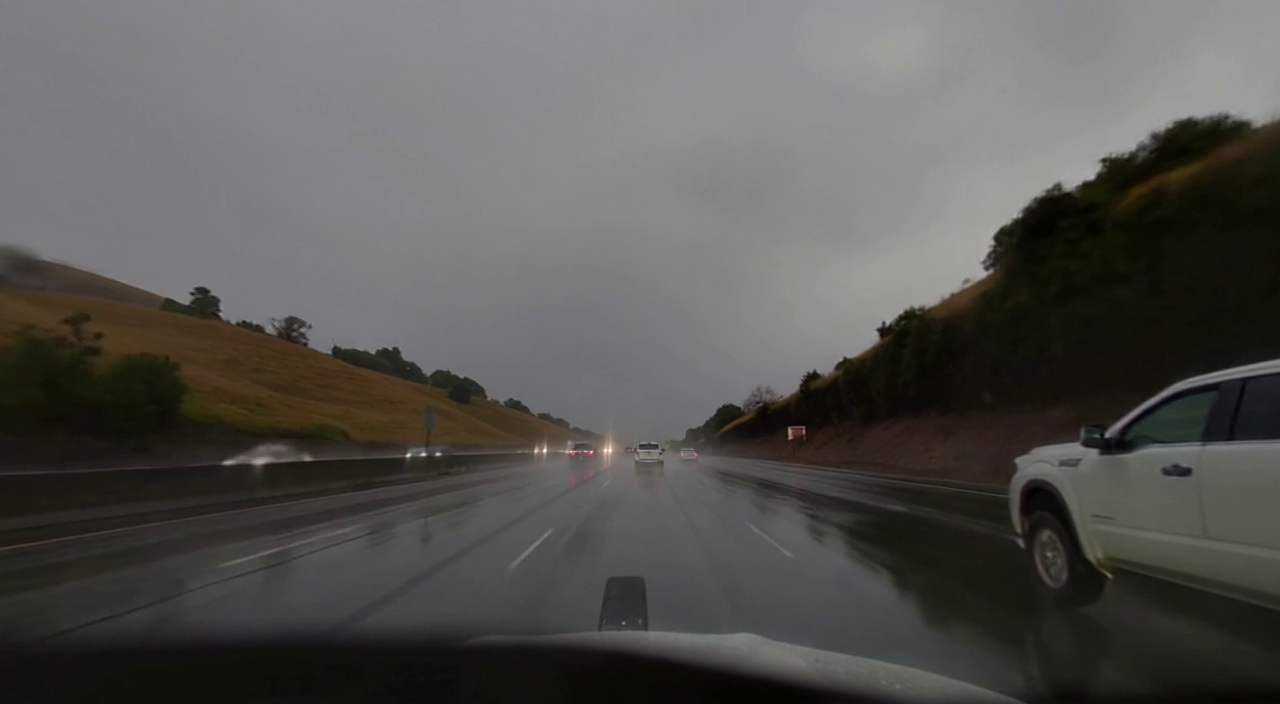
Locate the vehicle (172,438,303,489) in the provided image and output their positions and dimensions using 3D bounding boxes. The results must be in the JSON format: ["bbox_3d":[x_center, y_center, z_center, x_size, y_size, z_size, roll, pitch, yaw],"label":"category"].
[{"bbox_3d":[-12.541,3.476,19.968,1.616,1.444,3.746,0,-8,1],"label":"vehicle"}]

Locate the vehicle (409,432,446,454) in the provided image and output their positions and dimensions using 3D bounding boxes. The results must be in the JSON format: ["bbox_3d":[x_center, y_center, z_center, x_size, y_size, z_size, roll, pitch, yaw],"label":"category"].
[{"bbox_3d":[-15.928,6.877,47.422,1.641,1.382,3.344,-3,-12,0],"label":"vehicle"}]

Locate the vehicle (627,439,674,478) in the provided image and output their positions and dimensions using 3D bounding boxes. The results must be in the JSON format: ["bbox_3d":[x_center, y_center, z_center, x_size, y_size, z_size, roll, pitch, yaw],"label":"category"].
[{"bbox_3d":[0.463,4.954,29.723,2.086,1.685,4.206,0,-8,0],"label":"vehicle"}]

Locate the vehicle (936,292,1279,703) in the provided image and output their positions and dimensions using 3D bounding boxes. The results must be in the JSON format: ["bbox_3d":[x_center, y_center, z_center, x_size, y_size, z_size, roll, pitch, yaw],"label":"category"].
[{"bbox_3d":[4.267,0.772,3.191,2.700,1.980,5.866,0,-8,0],"label":"vehicle"}]

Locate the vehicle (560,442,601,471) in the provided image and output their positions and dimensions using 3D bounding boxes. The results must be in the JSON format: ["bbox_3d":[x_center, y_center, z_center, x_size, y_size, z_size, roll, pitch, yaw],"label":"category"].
[{"bbox_3d":[-3.623,6.422,39.089,2.076,1.690,4.113,0,-8,1],"label":"vehicle"}]
